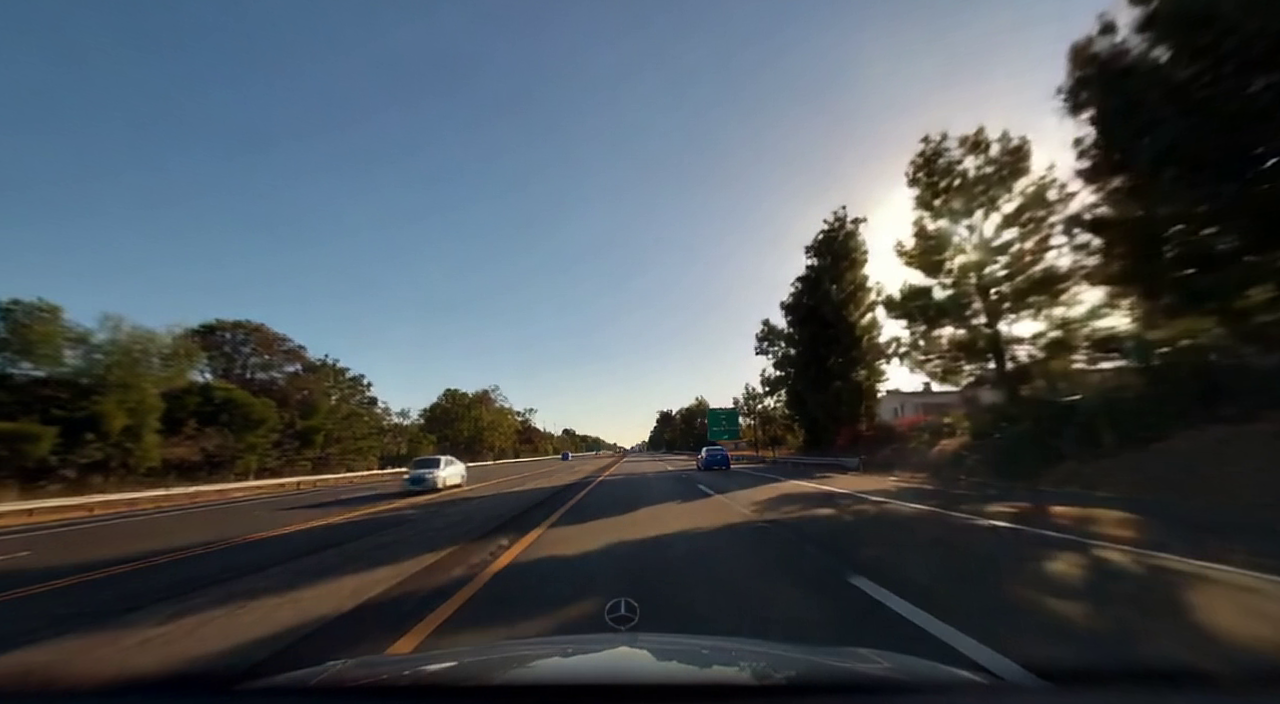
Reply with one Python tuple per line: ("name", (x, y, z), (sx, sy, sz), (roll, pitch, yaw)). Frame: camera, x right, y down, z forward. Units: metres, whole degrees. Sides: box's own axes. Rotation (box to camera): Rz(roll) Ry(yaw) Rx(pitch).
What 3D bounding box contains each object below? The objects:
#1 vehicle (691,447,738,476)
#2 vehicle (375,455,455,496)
("vehicle", (4.013, 5.945, 34.342), (1.981, 1.440, 4.125), (0, -9, -1))
("vehicle", (-9.585, 5.253, 27.073), (1.860, 1.551, 4.442), (0, -9, -1))
